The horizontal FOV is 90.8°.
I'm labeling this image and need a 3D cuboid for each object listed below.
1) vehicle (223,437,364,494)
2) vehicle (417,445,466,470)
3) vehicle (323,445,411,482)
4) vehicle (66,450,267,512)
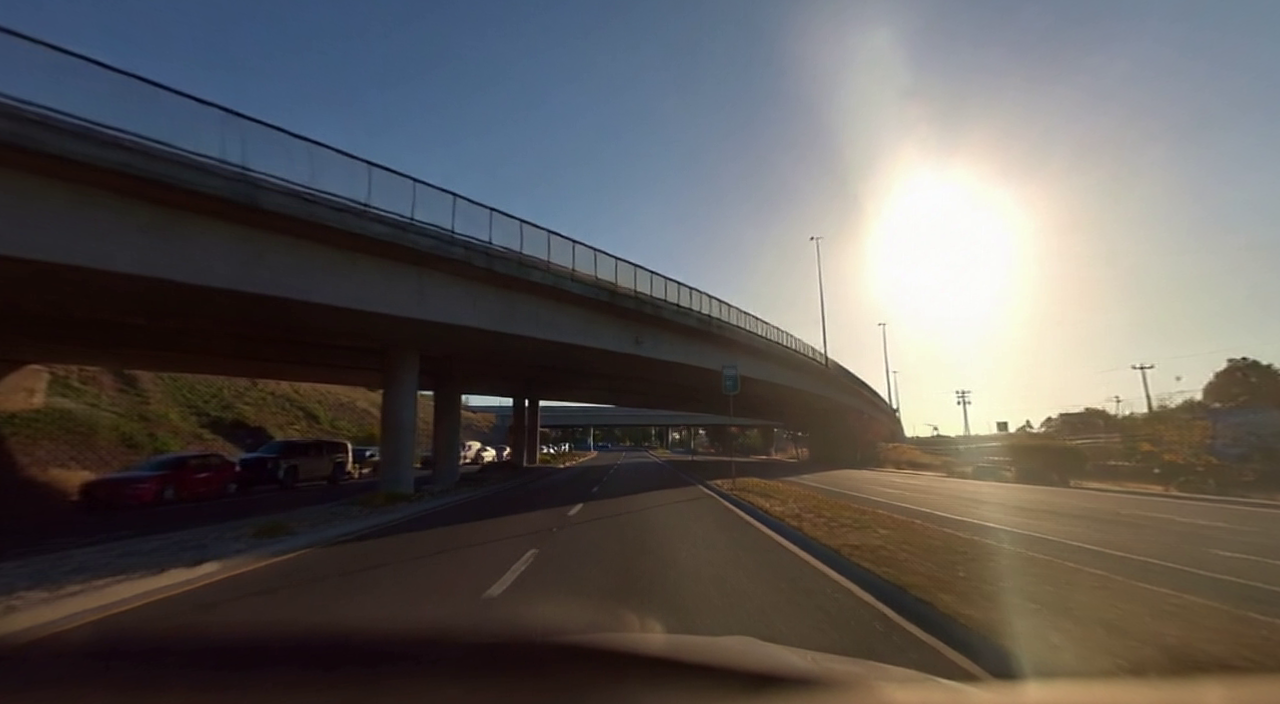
[{"bbox_3d":[-13.026,4.270,24.300,2.064,1.809,5.545,2,-8,2],"label":"vehicle"},{"bbox_3d":[-13.162,6.997,42.265,1.907,1.553,4.683,0,-8,-2],"label":"vehicle"},{"bbox_3d":[-13.040,5.334,30.575,2.074,1.529,5.079,1,-8,-1],"label":"vehicle"},{"bbox_3d":[-13.367,3.617,18.361,2.156,1.489,4.758,-1,-8,0],"label":"vehicle"}]
